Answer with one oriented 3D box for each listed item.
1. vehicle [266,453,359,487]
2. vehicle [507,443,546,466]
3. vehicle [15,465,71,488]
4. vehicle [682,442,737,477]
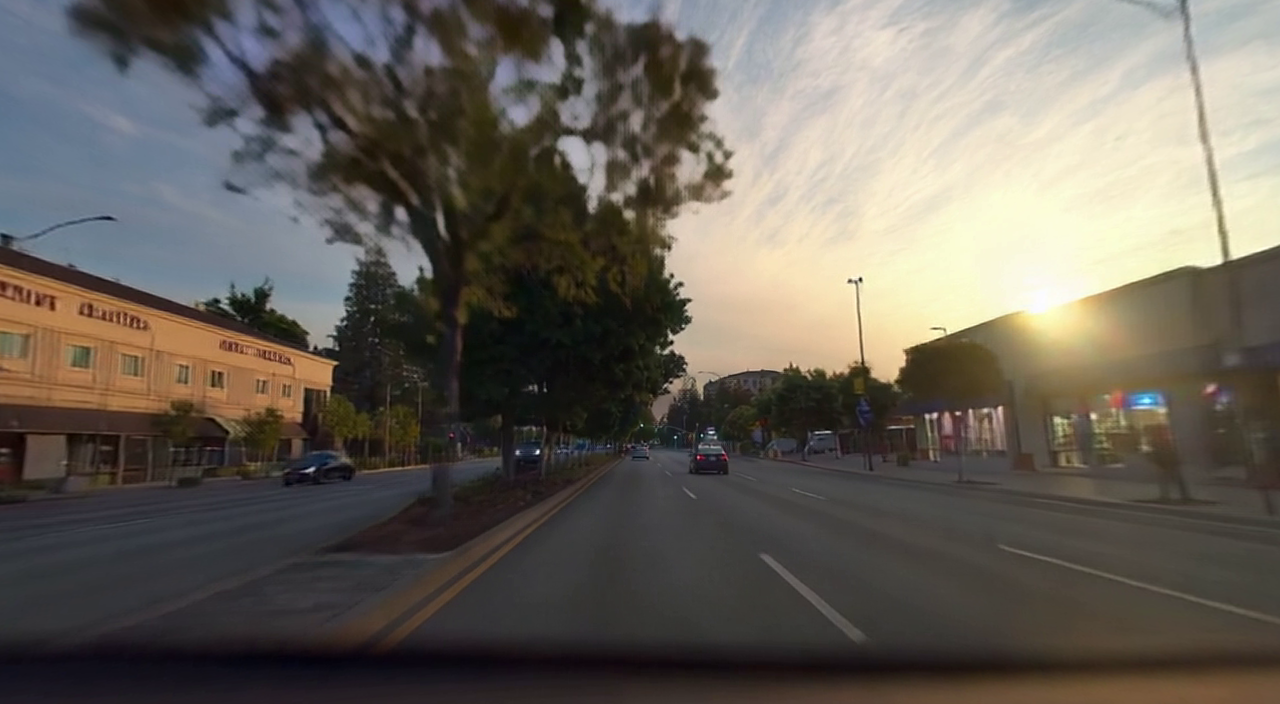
[{"bbox_3d":[-15.601,5.613,30.418,2.000,1.452,4.469,0,-9,1],"label":"vehicle"},{"bbox_3d":[-8.870,8.087,49.863,2.157,1.720,4.563,0,-9,1],"label":"vehicle"},{"bbox_3d":[-45.413,9.433,48.159,1.856,1.488,4.394,5,-10,-28],"label":"vehicle"},{"bbox_3d":[3.157,5.006,29.631,1.983,1.482,4.463,0,-9,-1],"label":"vehicle"}]
